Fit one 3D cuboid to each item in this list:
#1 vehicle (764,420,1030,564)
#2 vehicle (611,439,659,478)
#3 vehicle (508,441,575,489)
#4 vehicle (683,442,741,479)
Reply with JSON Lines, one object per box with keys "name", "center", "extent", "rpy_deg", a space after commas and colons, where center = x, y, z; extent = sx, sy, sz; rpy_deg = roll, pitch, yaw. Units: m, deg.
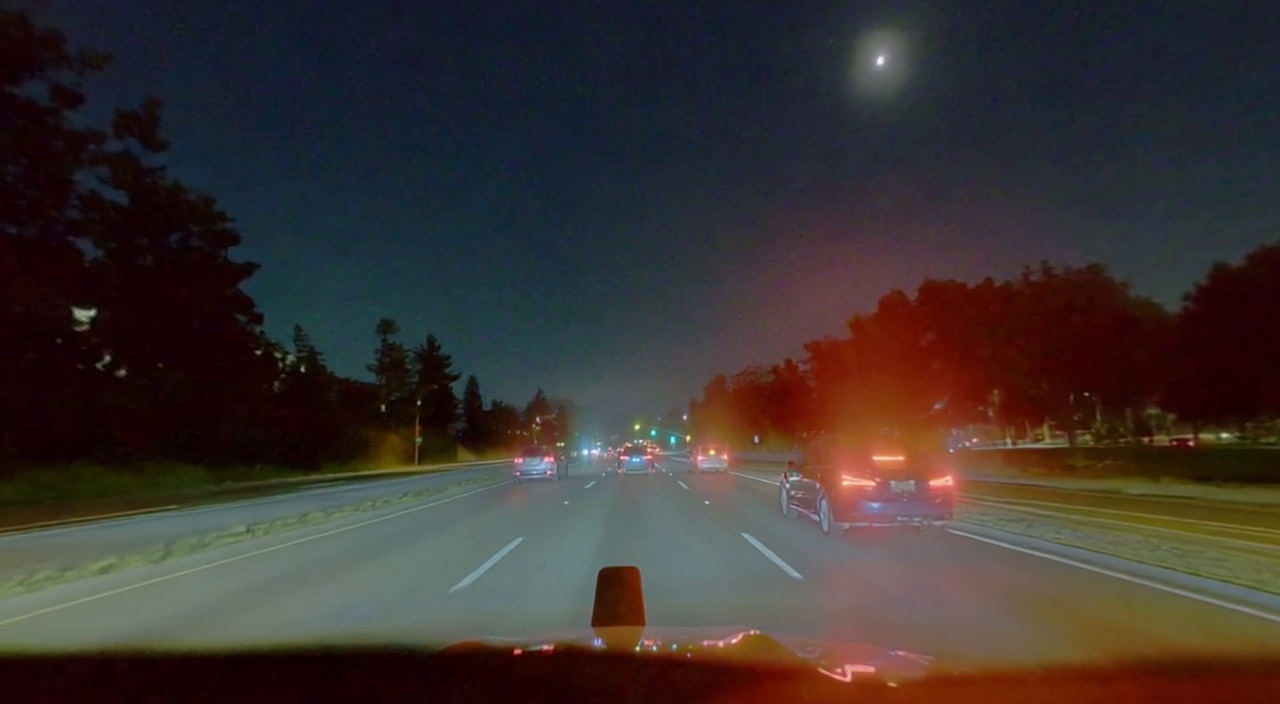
{"name": "vehicle", "center": [3.455, 1.973, 9.749], "extent": [2.069, 1.644, 4.714], "rpy_deg": [0, -8, -1]}
{"name": "vehicle", "center": [-0.259, 5.075, 30.378], "extent": [2.150, 1.725, 4.096], "rpy_deg": [0, -8, -1]}
{"name": "vehicle", "center": [-3.561, 4.138, 23.544], "extent": [1.823, 1.602, 4.061], "rpy_deg": [0, -8, 0]}
{"name": "vehicle", "center": [3.234, 4.964, 29.096], "extent": [2.068, 1.541, 4.041], "rpy_deg": [0, -8, -2]}
